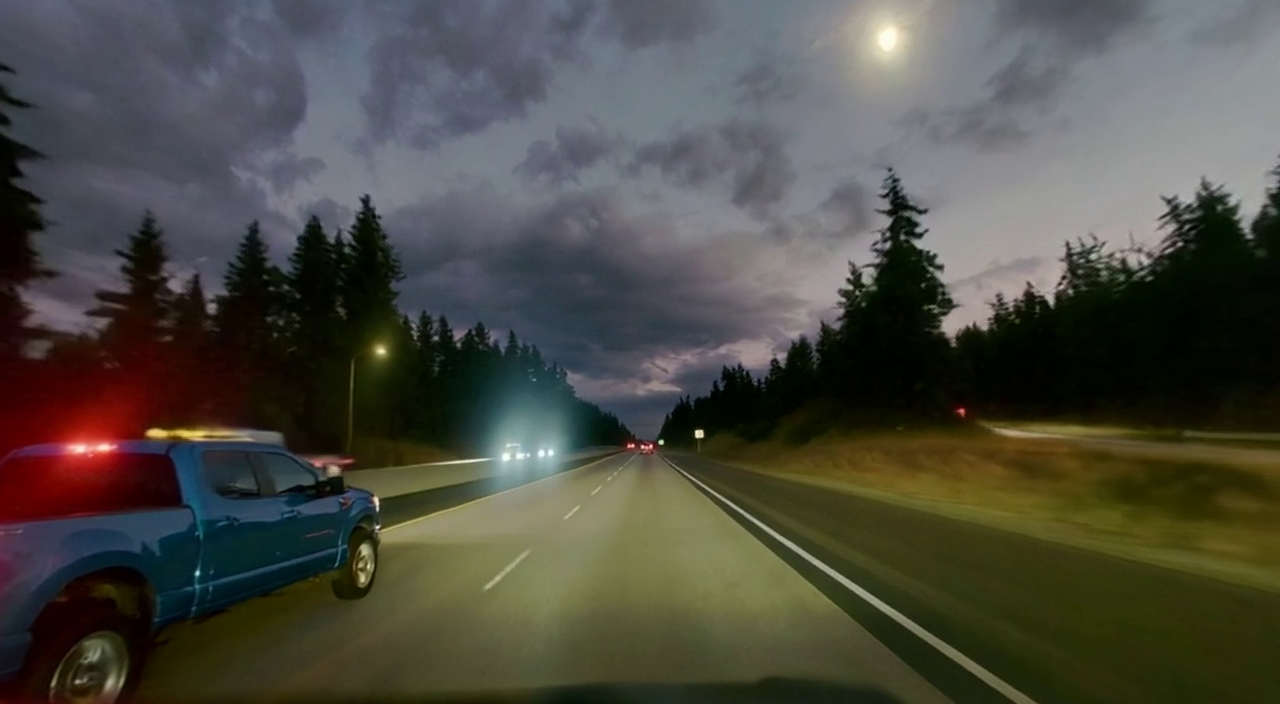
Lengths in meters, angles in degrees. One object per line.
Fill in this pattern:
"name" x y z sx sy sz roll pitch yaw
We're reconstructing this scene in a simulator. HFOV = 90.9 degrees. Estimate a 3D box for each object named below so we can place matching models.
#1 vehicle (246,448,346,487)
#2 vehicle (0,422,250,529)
"vehicle" -15.151 5.075 28.063 1.848 1.546 4.464 0 -8 1
"vehicle" -11.801 2.647 14.293 2.263 1.924 5.585 0 -8 1
